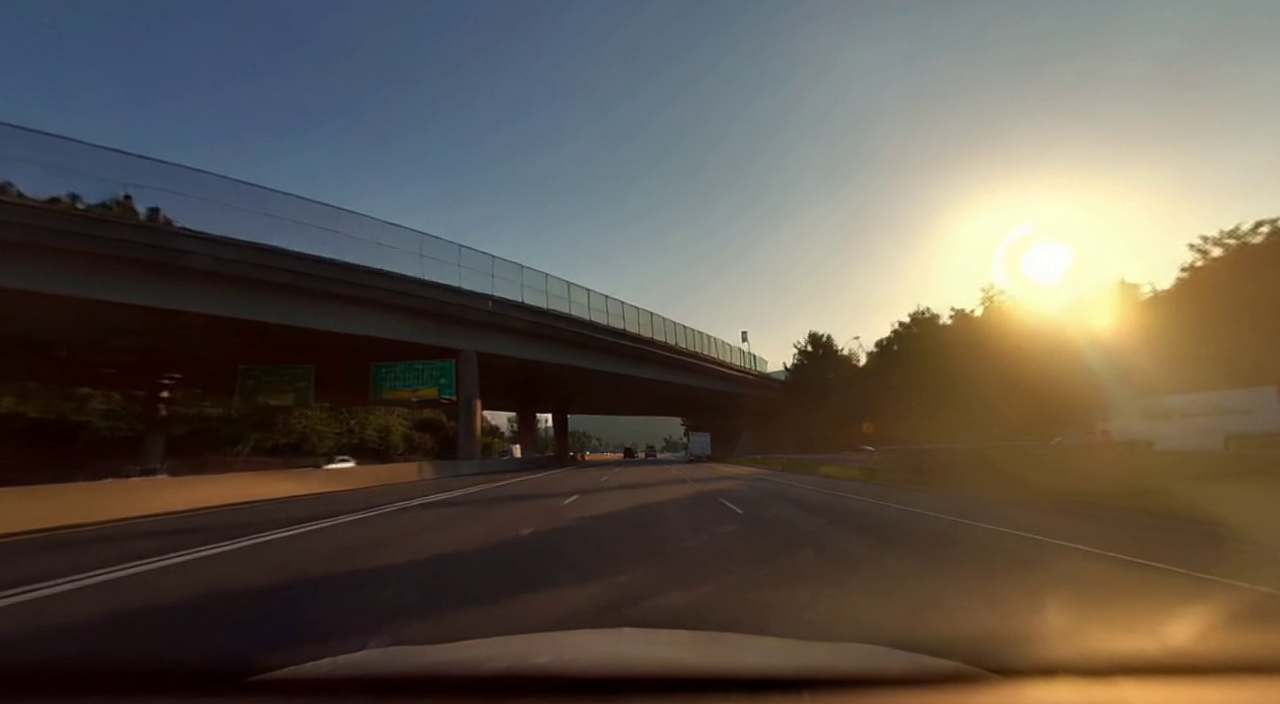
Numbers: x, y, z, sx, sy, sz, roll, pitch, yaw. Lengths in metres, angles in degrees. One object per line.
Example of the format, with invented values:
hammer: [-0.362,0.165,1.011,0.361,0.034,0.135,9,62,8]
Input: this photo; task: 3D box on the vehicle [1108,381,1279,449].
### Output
vehicle: [39.011,4.492,42.383,2.876,4.046,13.881,1,-9,-8]

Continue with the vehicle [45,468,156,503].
vehicle: [-28.453,7.004,33.434,1.772,1.575,4.542,0,-9,1]

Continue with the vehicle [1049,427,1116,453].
vehicle: [33.529,6.719,47.845,2.038,1.823,3.744,1,-9,-9]
